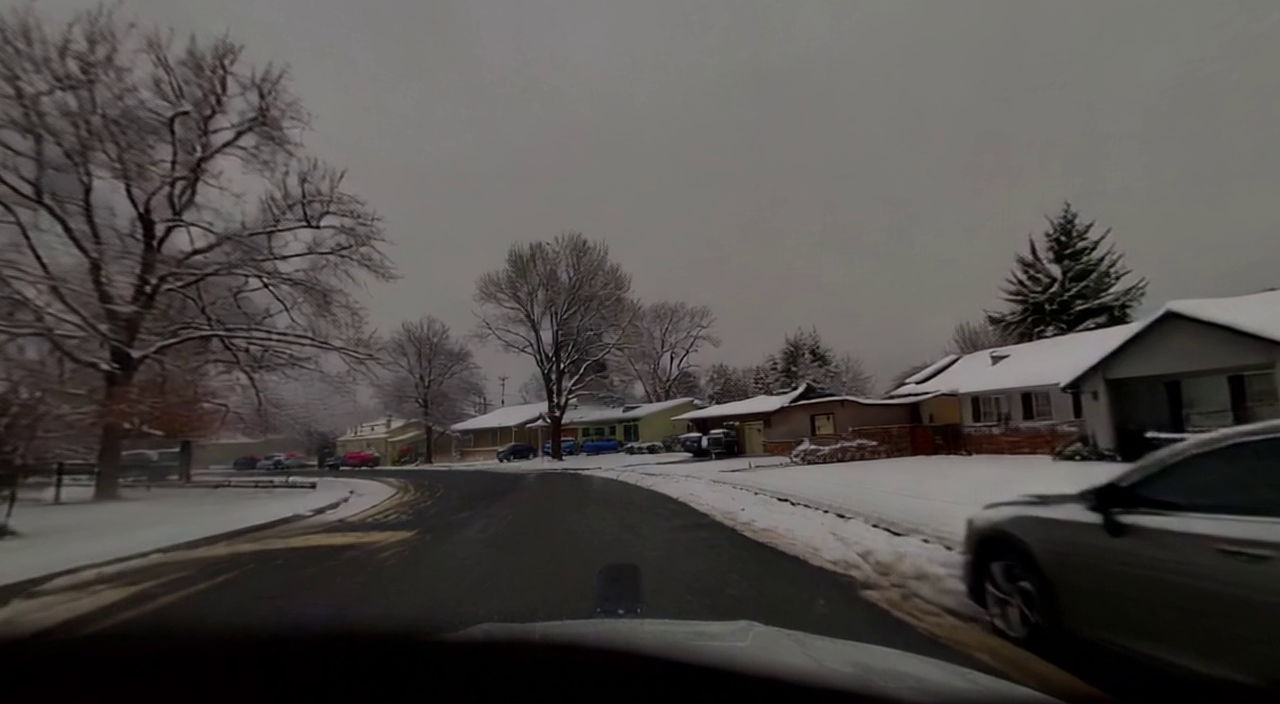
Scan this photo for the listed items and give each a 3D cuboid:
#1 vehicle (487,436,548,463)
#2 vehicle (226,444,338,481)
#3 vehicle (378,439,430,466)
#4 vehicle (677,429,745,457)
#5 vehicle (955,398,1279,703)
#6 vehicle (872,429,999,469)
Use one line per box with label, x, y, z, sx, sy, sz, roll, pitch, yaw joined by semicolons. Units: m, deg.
vehicle;-8.526;6.846;44.367;2.064;1.758;5.132;-3;-9;16
vehicle;-16.911;5.201;29.791;4.330;1.657;2.037;-3;-9;15
vehicle;-17.637;7.505;47.272;1.987;1.484;4.477;-1;-3;4
vehicle;4.900;6.246;42.899;2.208;1.773;5.065;-7;-11;39
vehicle;3.441;0.914;2.335;1.998;1.489;4.722;0;-9;-1
vehicle;11.374;3.718;24.277;4.252;1.429;1.907;3;-9;-20
